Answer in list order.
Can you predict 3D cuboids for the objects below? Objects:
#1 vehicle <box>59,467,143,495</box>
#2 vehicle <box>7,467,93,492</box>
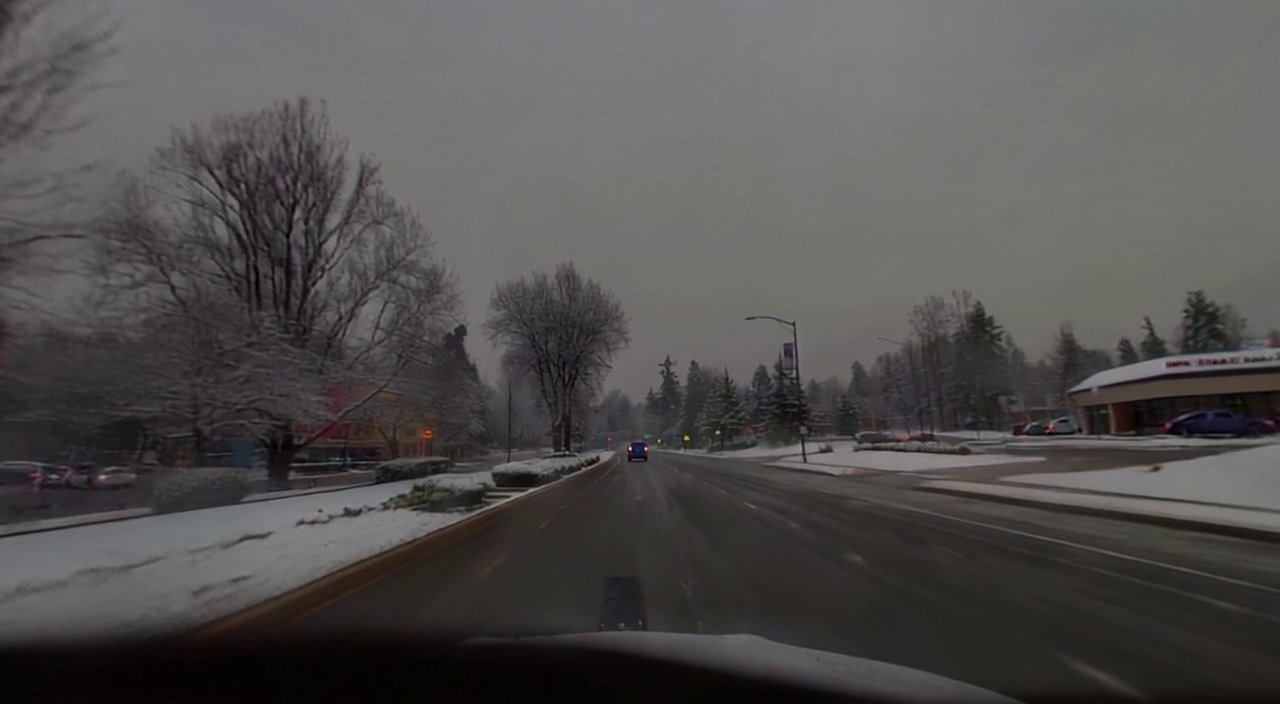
[{"bbox_3d":[-34.496,8.231,40.512,1.784,1.536,3.893,-1,-8,2],"label":"vehicle"},{"bbox_3d":[-44.856,9.677,48.095,1.963,1.618,4.563,-1,-8,4],"label":"vehicle"}]
